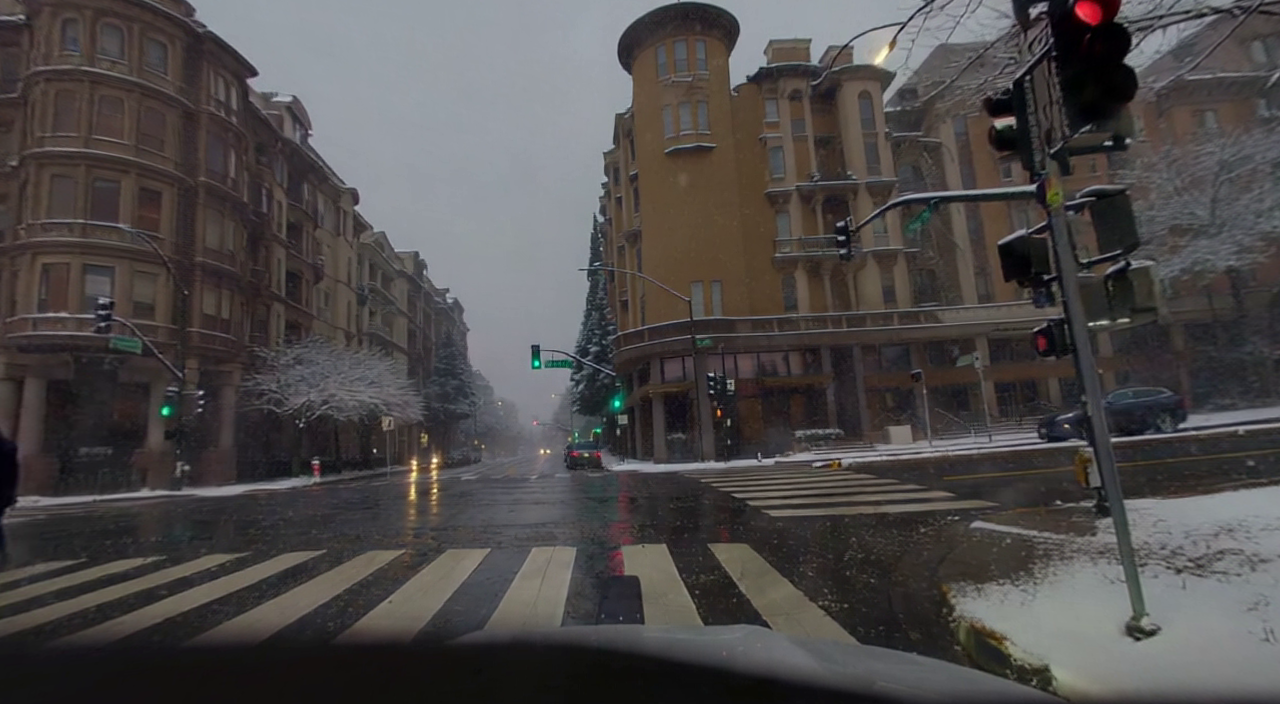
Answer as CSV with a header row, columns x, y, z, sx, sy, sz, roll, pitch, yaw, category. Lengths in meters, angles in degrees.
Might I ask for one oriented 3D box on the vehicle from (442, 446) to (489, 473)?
x,y,z,sx,sy,sz,roll,pitch,yaw,category
-10.452,6.468,38.153,2.196,1.503,4.371,1,-8,-8,vehicle
